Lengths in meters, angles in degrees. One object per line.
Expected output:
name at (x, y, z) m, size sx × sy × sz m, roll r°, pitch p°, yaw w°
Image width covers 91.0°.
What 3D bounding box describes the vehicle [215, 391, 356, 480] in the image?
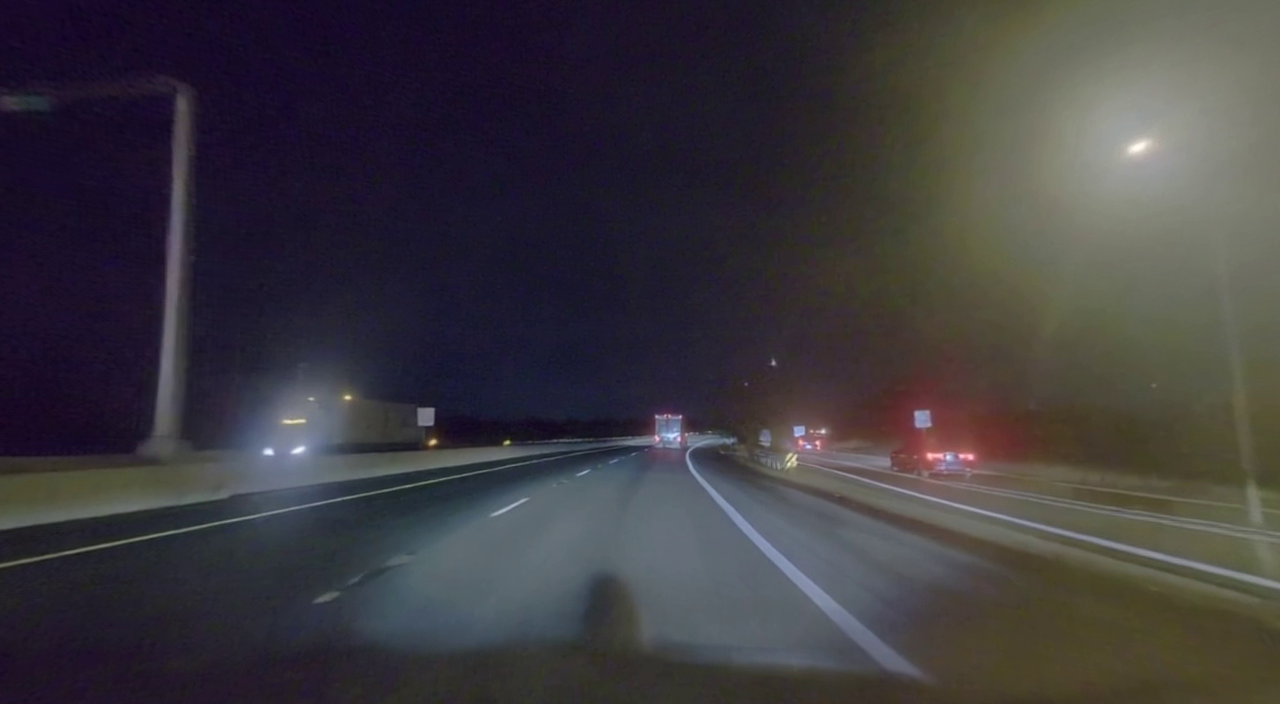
vehicle at (-16.722, 4.012, 30.316) m, size 2.978 × 3.785 × 6.055 m, roll -1°, pitch -8°, yaw 2°
